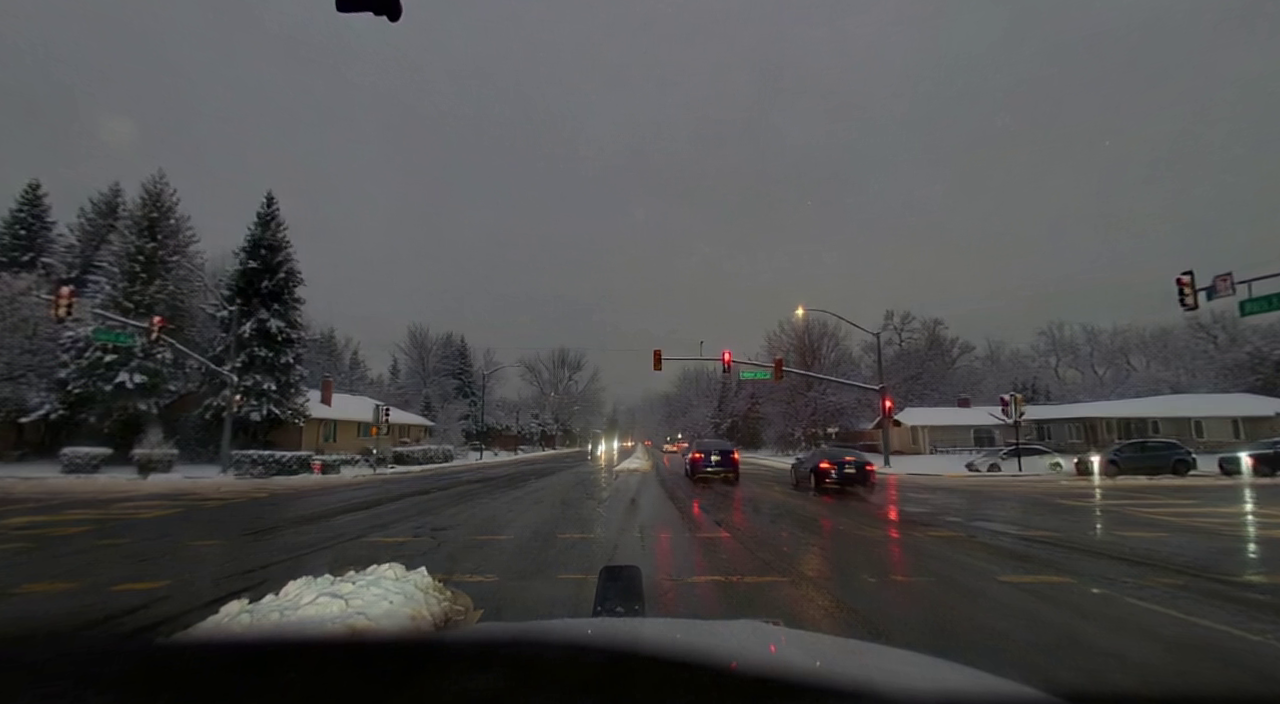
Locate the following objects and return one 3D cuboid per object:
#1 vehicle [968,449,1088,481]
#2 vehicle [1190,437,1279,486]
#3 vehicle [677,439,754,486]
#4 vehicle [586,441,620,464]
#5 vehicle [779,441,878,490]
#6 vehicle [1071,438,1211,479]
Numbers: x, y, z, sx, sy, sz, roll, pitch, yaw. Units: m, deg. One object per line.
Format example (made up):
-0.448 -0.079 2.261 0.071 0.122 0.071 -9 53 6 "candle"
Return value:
19.714 5.750 32.243 4.874 1.544 1.779 0 -9 1 "vehicle"
23.613 4.039 23.479 4.417 1.725 1.969 0 -9 -1 "vehicle"
2.536 3.851 22.404 2.079 1.473 4.748 0 -9 -1 "vehicle"
-2.423 6.711 42.285 2.045 1.484 3.991 0 -9 0 "vehicle"
6.269 3.807 21.579 1.908 1.450 4.564 0 -9 -1 "vehicle"
23.479 4.987 29.758 4.807 1.835 2.033 0 -9 -1 "vehicle"
